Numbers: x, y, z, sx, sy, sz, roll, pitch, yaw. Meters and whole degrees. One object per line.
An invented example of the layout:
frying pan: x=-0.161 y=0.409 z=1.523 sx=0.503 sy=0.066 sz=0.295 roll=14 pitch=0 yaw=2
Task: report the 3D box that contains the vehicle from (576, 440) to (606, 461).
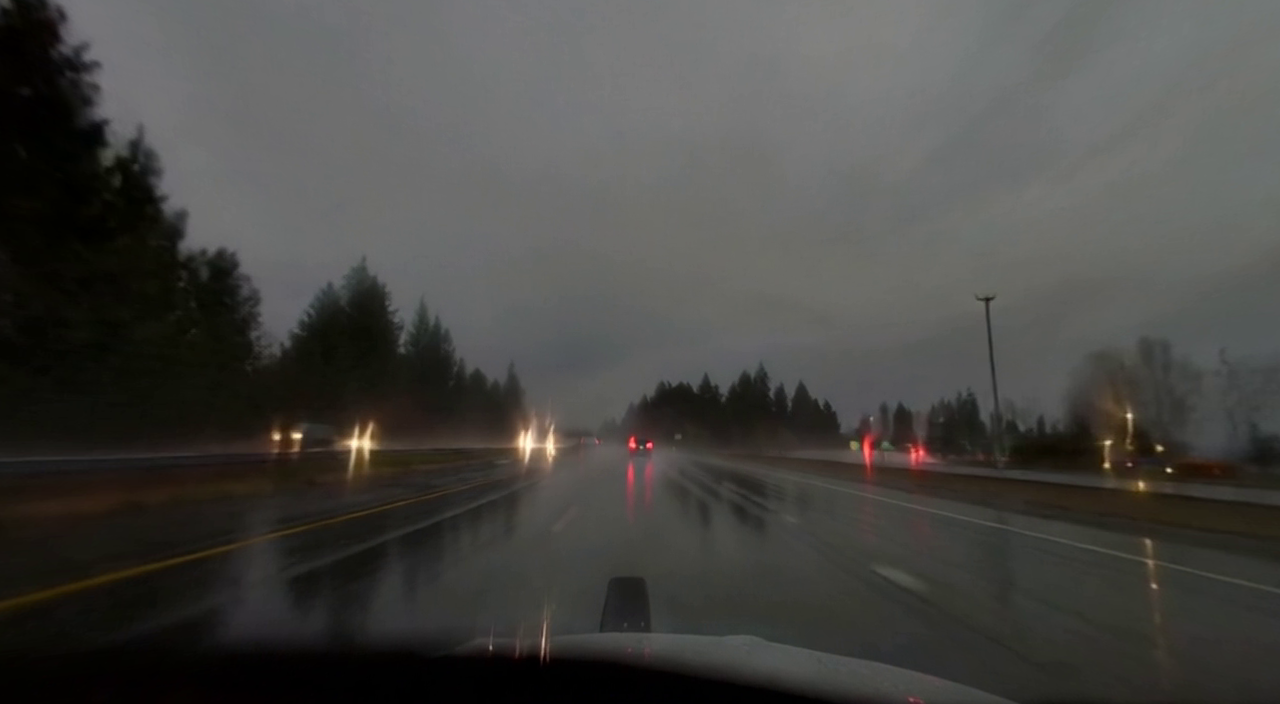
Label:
vehicle: x=-3.768 y=7.623 z=48.869 sx=2.057 sy=1.514 sz=3.845 roll=0 pitch=-8 yaw=0
